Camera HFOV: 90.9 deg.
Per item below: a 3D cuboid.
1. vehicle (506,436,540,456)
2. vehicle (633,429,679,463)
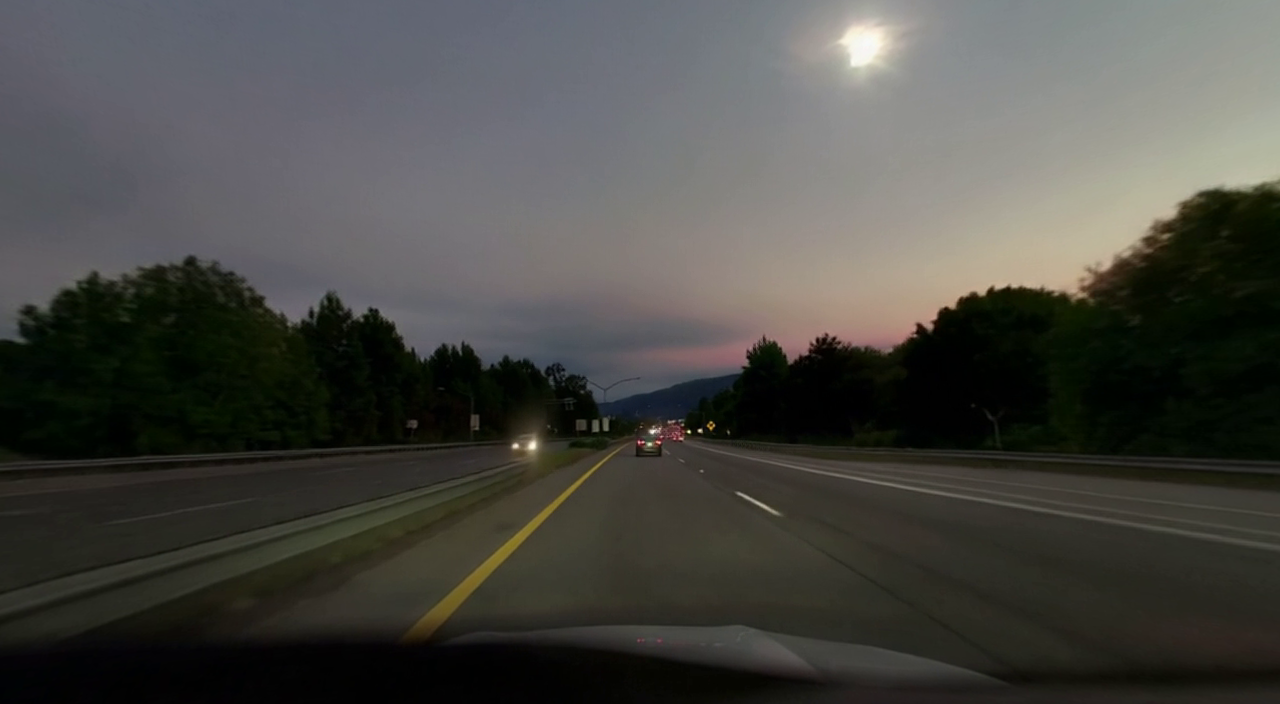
[{"bbox_3d":[-8.721,7.016,47.071,1.845,1.478,3.431,0,-8,0],"label":"vehicle"},{"bbox_3d":[0.681,4.504,30.328,2.046,1.526,3.903,0,-8,-1],"label":"vehicle"}]
